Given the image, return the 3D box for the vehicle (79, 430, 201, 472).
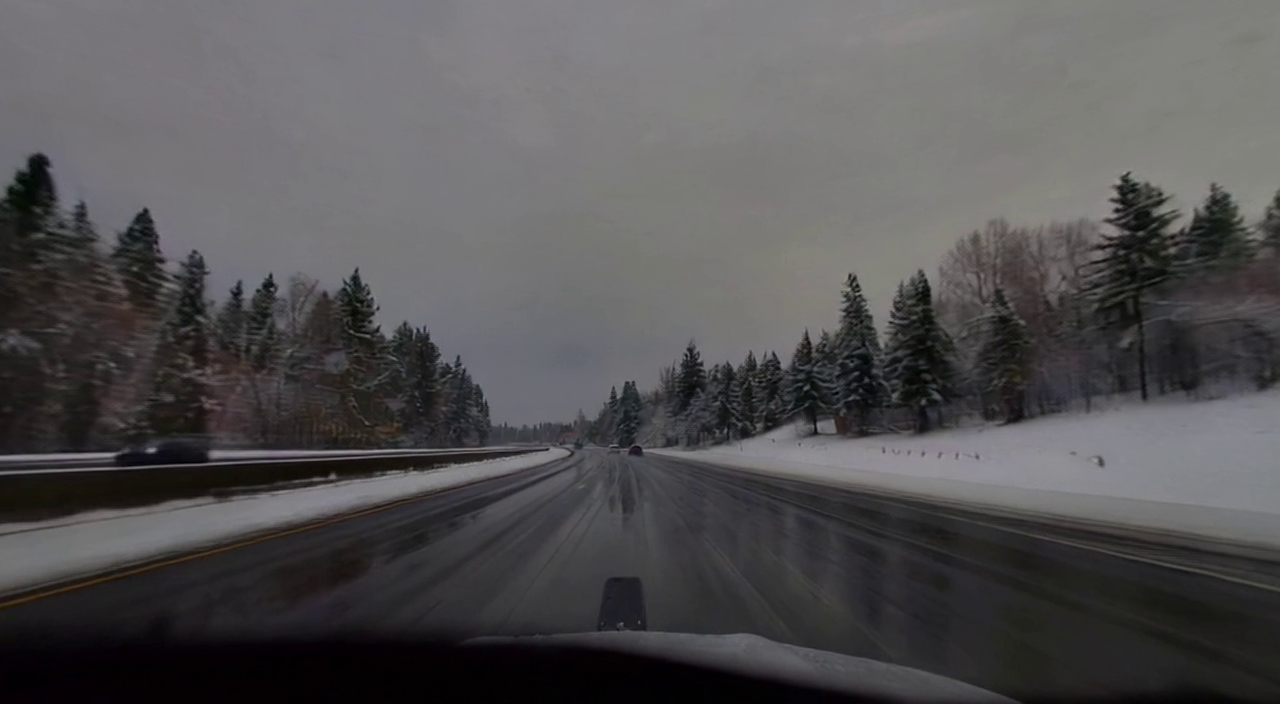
[{"bbox_3d":[-22.517,4.507,28.638,2.045,1.726,4.284,0,-9,-2],"label":"vehicle"}]
